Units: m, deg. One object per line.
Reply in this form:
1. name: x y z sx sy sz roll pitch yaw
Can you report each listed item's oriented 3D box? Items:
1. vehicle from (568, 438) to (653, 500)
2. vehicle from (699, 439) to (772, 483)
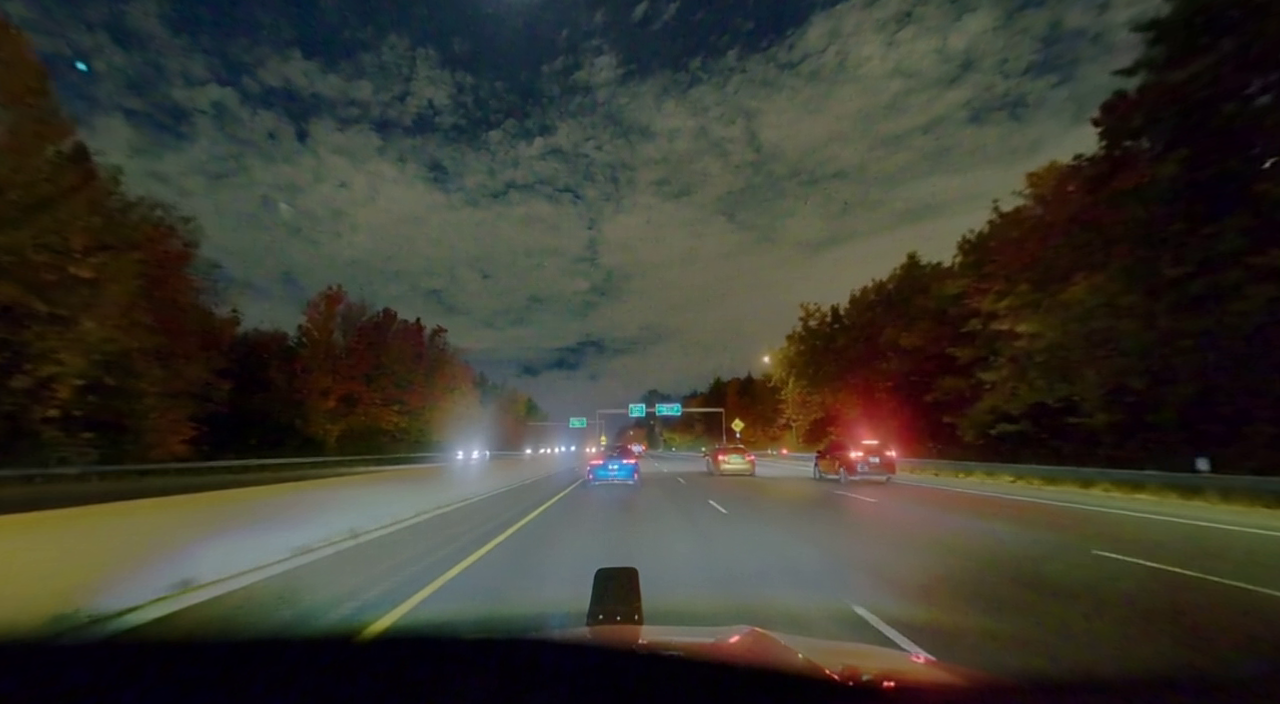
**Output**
1. vehicle: -0.777 3.308 18.121 2.128 1.516 4.410 0 -9 -1
2. vehicle: 3.725 4.387 25.377 2.300 1.595 4.144 -1 -9 0
